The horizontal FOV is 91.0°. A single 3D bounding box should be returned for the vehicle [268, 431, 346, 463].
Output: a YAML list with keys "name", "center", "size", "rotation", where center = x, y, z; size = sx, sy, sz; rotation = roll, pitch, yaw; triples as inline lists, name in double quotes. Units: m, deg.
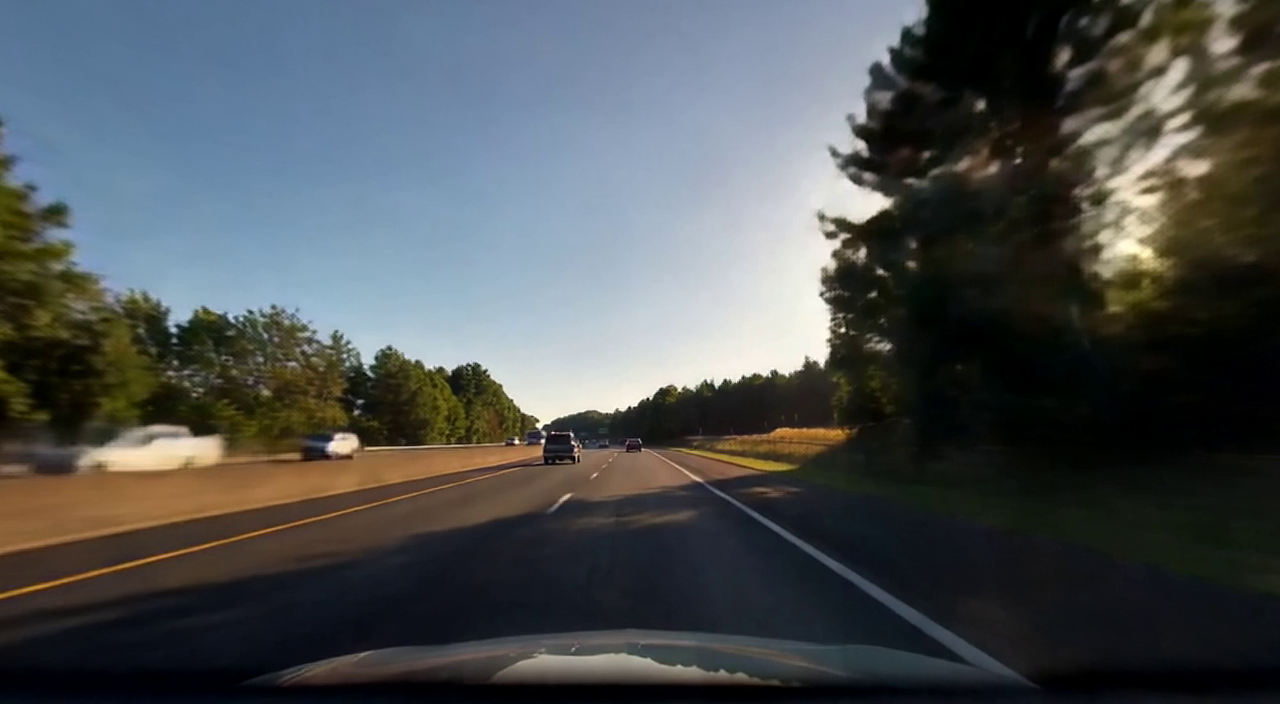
- name: "vehicle"
  center: [-16.969, 4.862, 32.314]
  size: [1.797, 1.511, 4.127]
  rotation: [0, -8, -1]

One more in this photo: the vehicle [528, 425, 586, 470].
- name: "vehicle"
  center: [-3.954, 4.687, 30.996]
  size: [2.241, 2.034, 4.890]
  rotation: [0, -8, -1]

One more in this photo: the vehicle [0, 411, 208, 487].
- name: "vehicle"
  center: [-12.751, 2.295, 15.032]
  size: [1.887, 1.536, 4.163]
  rotation: [0, -8, -1]
